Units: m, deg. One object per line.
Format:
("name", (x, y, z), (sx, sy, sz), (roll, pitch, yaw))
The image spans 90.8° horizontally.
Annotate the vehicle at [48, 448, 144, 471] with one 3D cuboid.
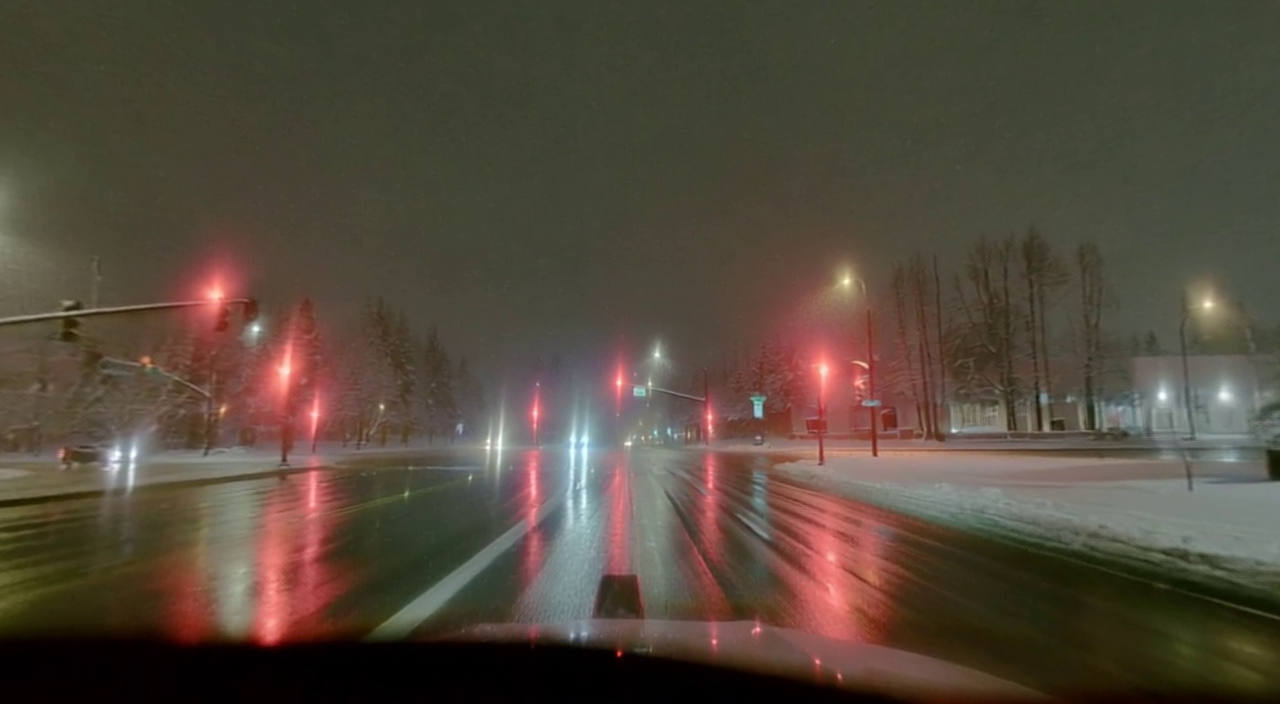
("vehicle", (-35.395, 6.987, 41.185), (4.500, 1.465, 1.936), (0, -8, 1))
